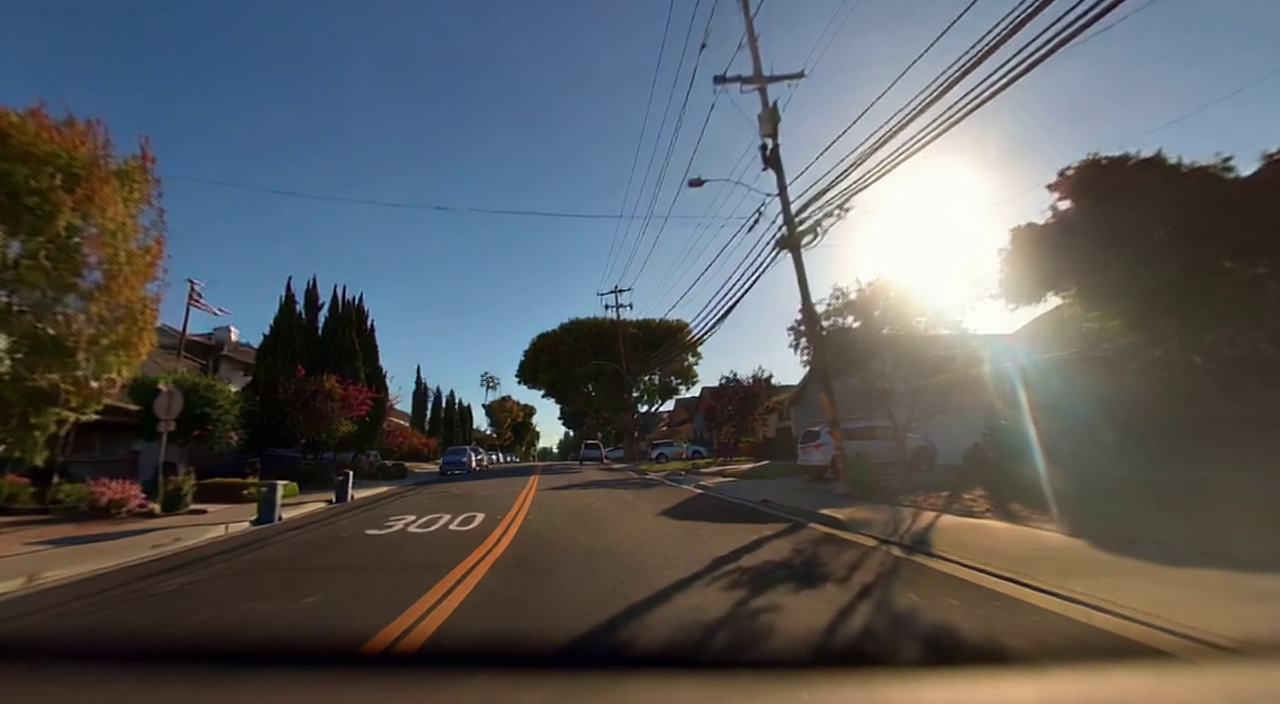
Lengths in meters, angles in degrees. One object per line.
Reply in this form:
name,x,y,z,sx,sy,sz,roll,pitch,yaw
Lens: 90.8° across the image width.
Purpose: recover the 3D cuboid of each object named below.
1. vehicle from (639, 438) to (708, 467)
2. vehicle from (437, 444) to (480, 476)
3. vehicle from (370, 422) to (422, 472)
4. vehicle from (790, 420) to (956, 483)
vehicle,2.401,7.316,46.049,4.489,1.812,2.056,0,-13,-13
vehicle,-11.524,6.956,40.336,2.046,1.777,4.473,-2,-11,-8
vehicle,-17.383,6.857,45.486,2.781,3.221,7.995,1,-9,-17
vehicle,7.158,3.077,19.689,4.337,1.768,1.962,0,-8,-7
